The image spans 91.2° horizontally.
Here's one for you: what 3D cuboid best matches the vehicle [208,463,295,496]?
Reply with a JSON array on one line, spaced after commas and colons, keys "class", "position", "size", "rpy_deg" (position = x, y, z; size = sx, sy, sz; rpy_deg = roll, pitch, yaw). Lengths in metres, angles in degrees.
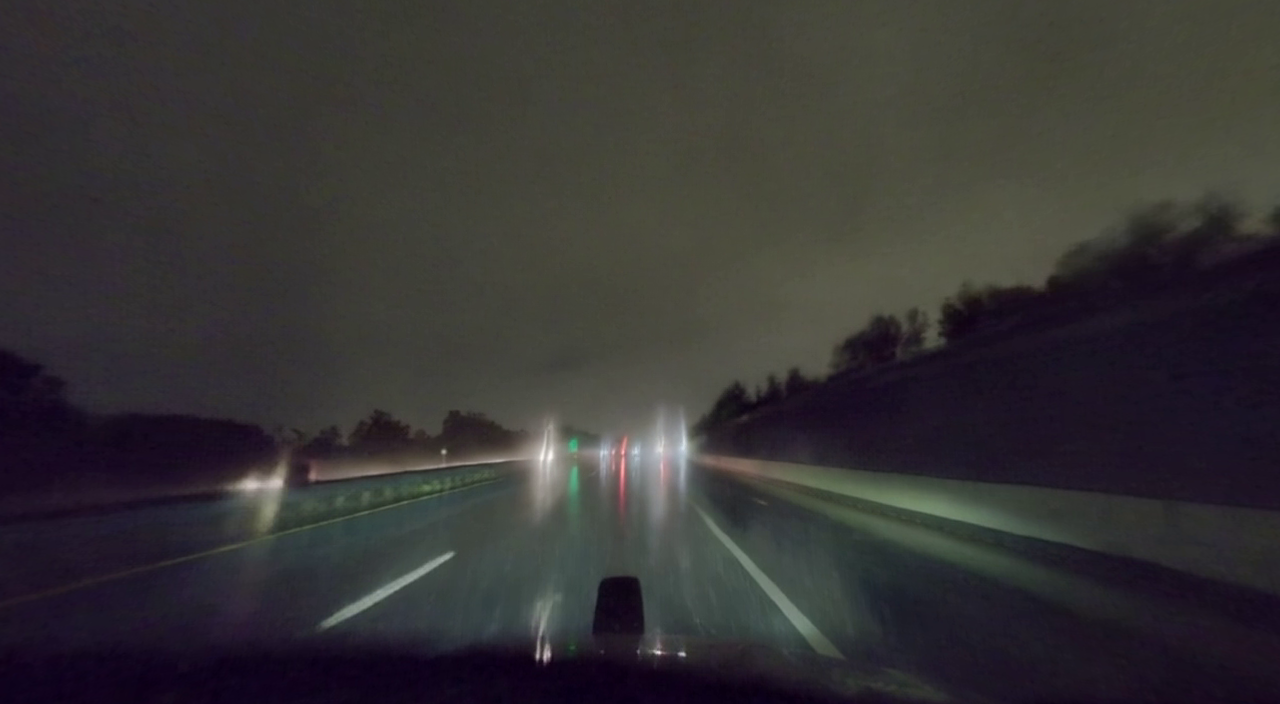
[{"class": "vehicle", "position": [-20.838, 6.835, 33.810], "size": [1.872, 1.532, 4.234], "rpy_deg": [-1, -9, 1]}]
